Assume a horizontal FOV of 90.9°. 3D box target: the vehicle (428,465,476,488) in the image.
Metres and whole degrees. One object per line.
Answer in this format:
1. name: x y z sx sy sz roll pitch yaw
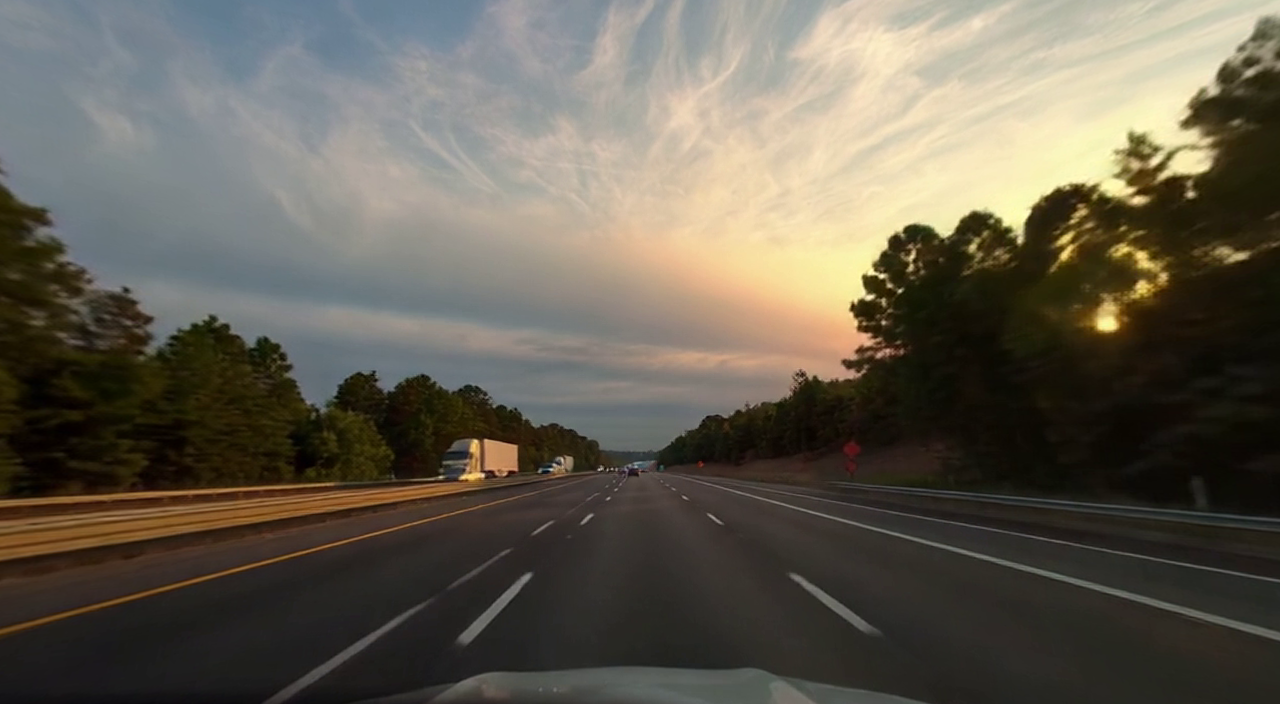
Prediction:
1. vehicle: -12.186 8.100 41.043 1.961 1.374 3.513 0 -11 1
